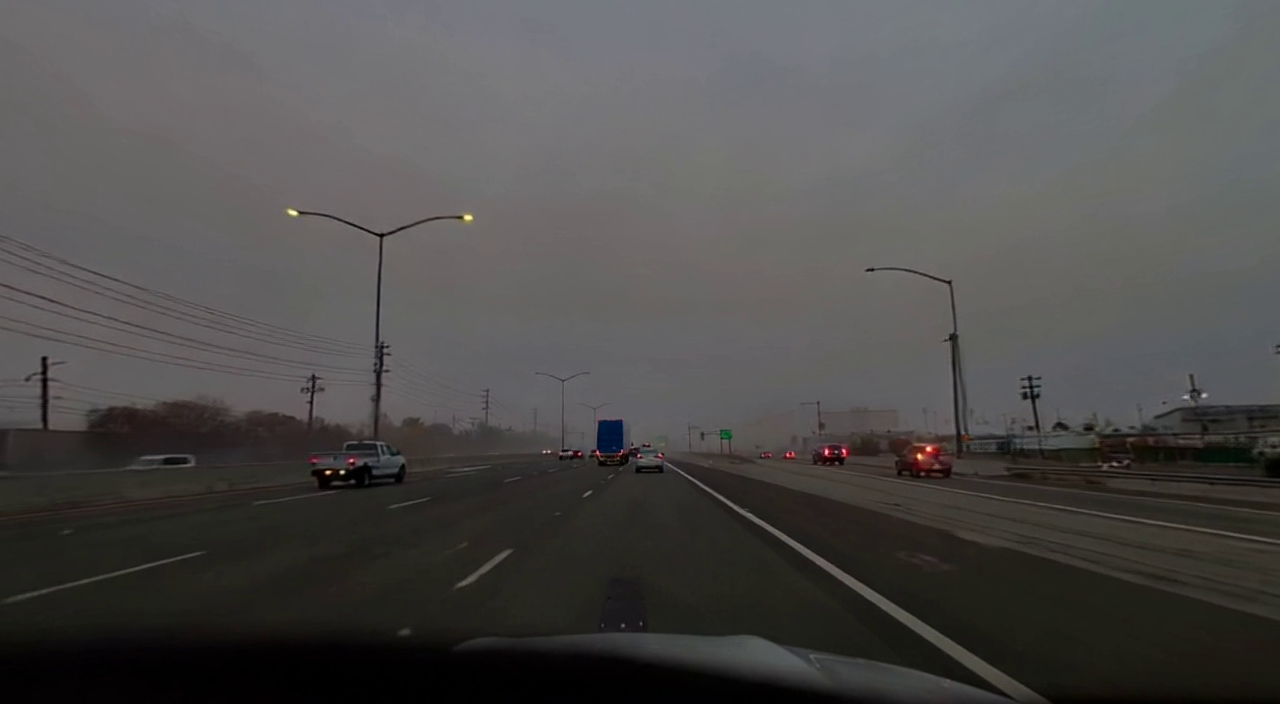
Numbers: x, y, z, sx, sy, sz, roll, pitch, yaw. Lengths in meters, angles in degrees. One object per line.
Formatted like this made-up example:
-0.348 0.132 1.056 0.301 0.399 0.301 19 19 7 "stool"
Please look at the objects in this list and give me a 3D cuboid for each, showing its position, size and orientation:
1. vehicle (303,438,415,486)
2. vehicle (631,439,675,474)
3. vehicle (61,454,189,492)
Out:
-10.829 4.255 24.748 2.097 1.673 4.730 0 -8 2 "vehicle"
0.709 5.837 35.503 2.279 1.837 4.747 0 -8 0 "vehicle"
-23.813 5.576 29.454 1.994 1.532 4.674 0 -8 0 "vehicle"
